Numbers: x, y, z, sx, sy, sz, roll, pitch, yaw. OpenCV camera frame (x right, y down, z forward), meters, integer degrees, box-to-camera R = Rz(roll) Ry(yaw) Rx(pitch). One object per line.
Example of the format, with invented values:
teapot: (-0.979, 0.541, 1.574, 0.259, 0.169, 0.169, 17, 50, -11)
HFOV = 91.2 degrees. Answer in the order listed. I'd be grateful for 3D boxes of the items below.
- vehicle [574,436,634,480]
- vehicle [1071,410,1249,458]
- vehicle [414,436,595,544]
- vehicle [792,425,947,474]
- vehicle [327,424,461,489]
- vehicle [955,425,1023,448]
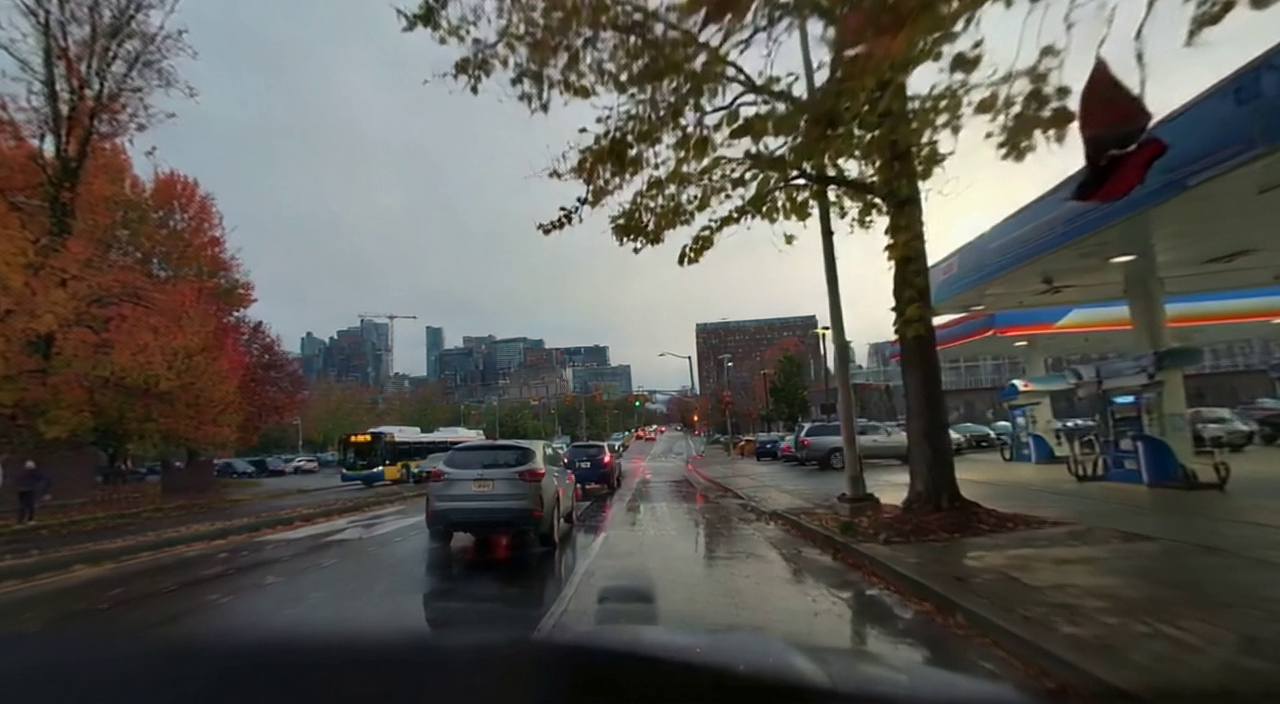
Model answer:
vehicle: (-1.482, 4.633, 27.574, 2.365, 1.751, 3.904, 0, -9, 1)
vehicle: (17.294, 2.769, 21.032, 4.064, 1.507, 2.078, 0, -9, 2)
vehicle: (-2.078, 2.292, 10.991, 2.092, 1.507, 4.078, -1, -9, 3)
vehicle: (8.374, 3.606, 23.277, 4.894, 1.451, 2.089, -3, -8, 2)
vehicle: (-14.048, 6.185, 37.436, 3.189, 3.205, 11.526, 0, -9, 1)
vehicle: (25.381, 6.172, 45.643, 3.847, 1.490, 1.883, -1, -8, -6)
